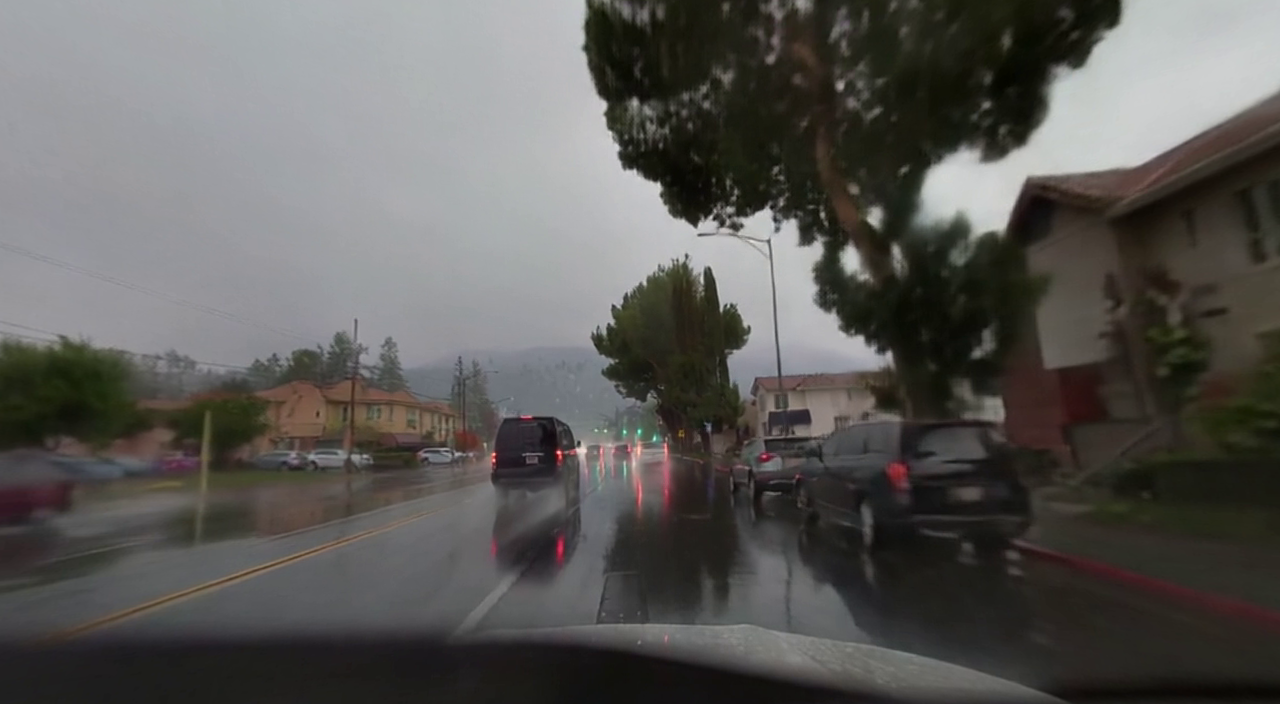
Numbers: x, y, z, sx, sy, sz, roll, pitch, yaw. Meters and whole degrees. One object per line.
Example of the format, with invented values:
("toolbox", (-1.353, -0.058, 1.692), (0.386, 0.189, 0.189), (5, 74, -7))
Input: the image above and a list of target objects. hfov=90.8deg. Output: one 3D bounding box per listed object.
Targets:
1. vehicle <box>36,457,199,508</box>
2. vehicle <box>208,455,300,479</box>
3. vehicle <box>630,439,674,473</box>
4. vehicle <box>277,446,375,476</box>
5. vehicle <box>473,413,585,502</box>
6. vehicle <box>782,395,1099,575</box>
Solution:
("vehicle", (-19.692, 4.888, 24.193), (1.911, 1.638, 5.028), (0, -9, 0))
("vehicle", (-26.433, 7.900, 43.368), (4.926, 1.571, 1.941), (0, -9, -1))
("vehicle", (0.561, 5.372, 32.804), (2.126, 1.657, 4.132), (0, -9, 0))
("vehicle", (-24.020, 8.333, 48.522), (6.055, 2.148, 2.690), (0, -9, -1))
("vehicle", (-2.894, 2.923, 17.847), (2.213, 2.123, 5.124), (0, -9, 0))
("vehicle", (3.688, 1.743, 9.061), (2.090, 1.861, 4.805), (0, -9, -1))
